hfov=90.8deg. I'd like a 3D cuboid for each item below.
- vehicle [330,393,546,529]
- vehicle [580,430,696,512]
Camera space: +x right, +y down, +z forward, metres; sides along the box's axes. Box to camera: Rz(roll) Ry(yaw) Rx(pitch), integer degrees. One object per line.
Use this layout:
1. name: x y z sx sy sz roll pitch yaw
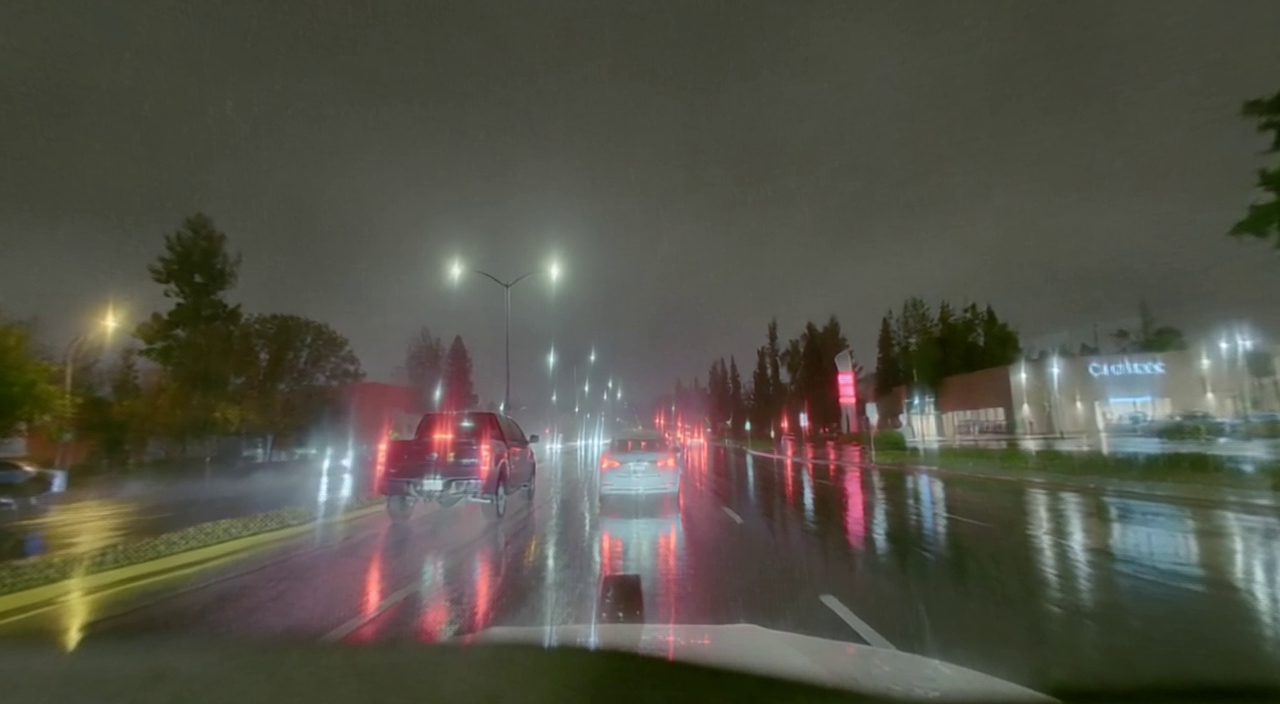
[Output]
1. vehicle: -3.394 2.013 12.152 2.301 1.985 5.531 0 -8 0
2. vehicle: -0.094 2.472 13.591 2.126 1.475 3.967 0 -8 -2
